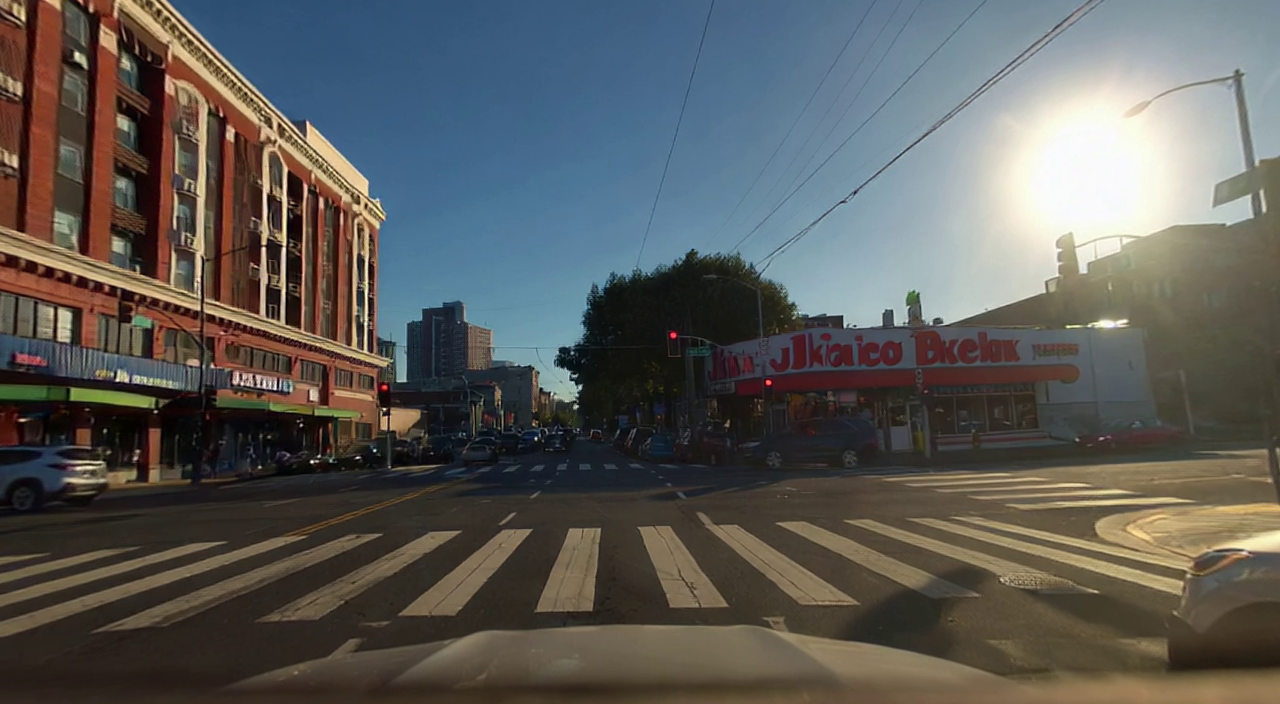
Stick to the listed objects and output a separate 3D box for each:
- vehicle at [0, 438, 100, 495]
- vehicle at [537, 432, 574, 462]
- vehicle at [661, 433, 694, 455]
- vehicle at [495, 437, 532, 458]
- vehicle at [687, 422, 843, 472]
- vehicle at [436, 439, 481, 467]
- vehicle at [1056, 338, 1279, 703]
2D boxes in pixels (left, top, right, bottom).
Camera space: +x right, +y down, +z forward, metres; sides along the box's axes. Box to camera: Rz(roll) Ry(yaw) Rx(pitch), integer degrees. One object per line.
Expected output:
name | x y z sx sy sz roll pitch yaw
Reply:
vehicle | -23.097 4.121 22.893 4.842 1.969 2.039 1 -9 -8
vehicle | -5.097 5.809 38.653 1.976 1.683 4.117 0 -8 -4
vehicle | 2.789 6.930 47.693 1.675 1.569 4.000 1 -9 -9
vehicle | -8.643 6.579 43.566 1.906 1.402 4.904 0 -8 -5
vehicle | 4.028 3.097 20.747 4.612 1.521 1.811 1 -9 -9
vehicle | -10.898 6.099 38.211 1.885 1.545 4.124 1 -8 -6
vehicle | 3.021 0.613 0.878 1.866 1.654 4.354 0 -8 0
